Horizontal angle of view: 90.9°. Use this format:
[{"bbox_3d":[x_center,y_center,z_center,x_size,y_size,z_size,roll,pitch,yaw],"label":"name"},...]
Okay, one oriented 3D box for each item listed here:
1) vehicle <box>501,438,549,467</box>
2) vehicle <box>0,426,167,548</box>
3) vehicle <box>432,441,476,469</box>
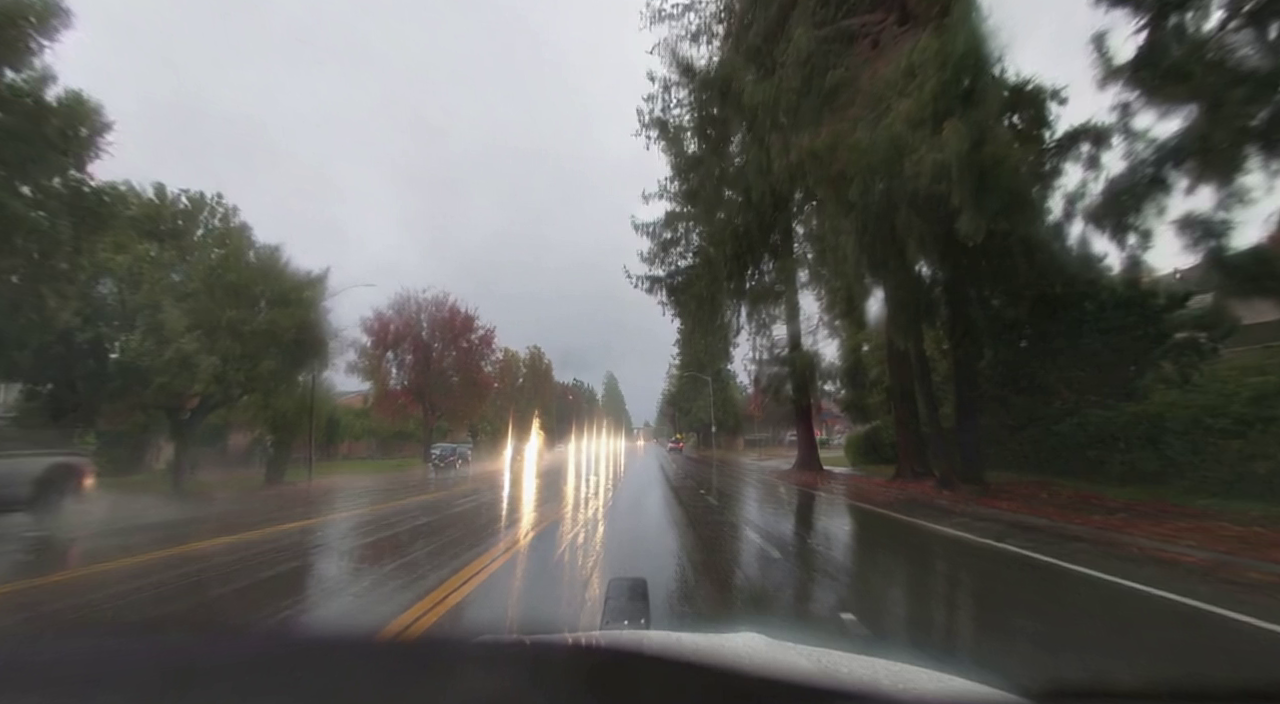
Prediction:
[{"bbox_3d":[-6.716,5.901,37.218,1.943,1.623,4.190,0,-8,2],"label":"vehicle"},{"bbox_3d":[-10.847,2.178,10.357,2.143,1.848,4.939,-1,-8,2],"label":"vehicle"},{"bbox_3d":[-14.062,7.758,47.875,2.058,1.779,4.768,-3,-6,-3],"label":"vehicle"}]
